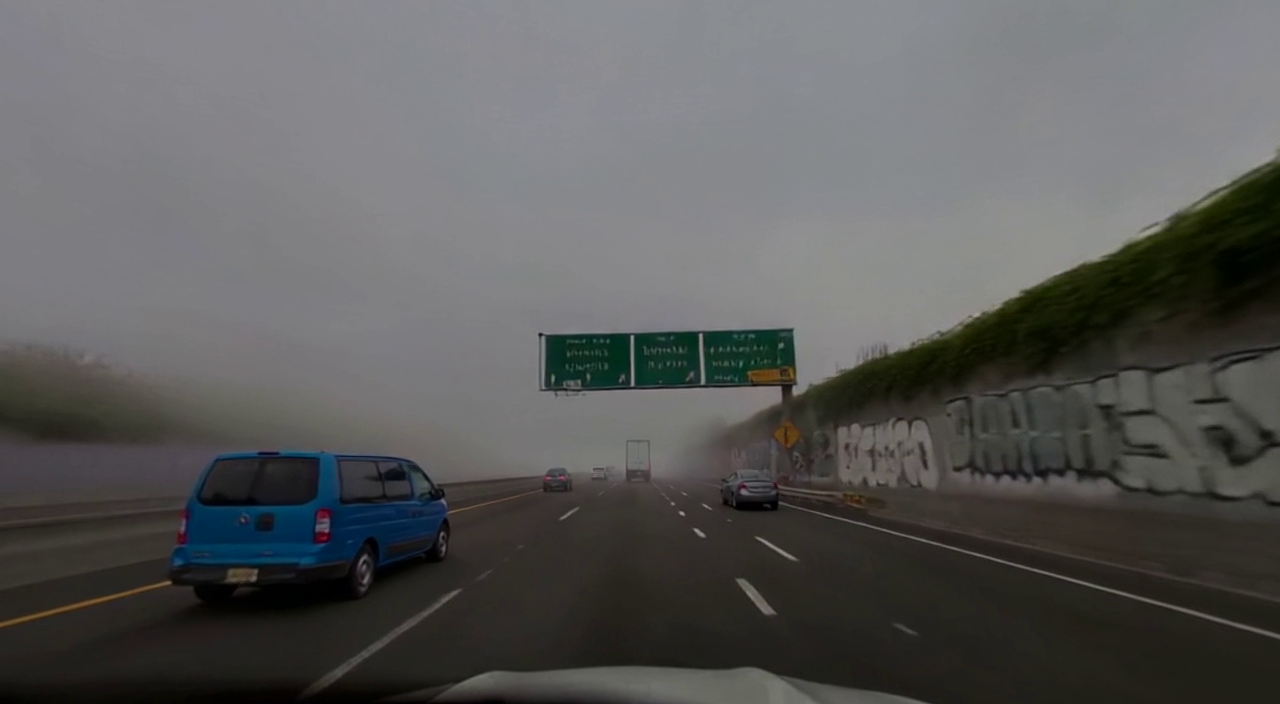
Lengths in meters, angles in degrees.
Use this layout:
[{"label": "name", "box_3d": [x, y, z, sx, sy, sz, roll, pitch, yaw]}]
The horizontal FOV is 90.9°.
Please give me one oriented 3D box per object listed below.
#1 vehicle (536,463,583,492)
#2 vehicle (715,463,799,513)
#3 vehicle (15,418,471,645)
[{"label": "vehicle", "box_3d": [-4.330, 6.828, 34.480, 2.054, 1.443, 4.131, 1, -10, -1]}, {"label": "vehicle", "box_3d": [3.768, 4.469, 21.063, 1.917, 1.458, 4.199, 1, -10, -2]}, {"label": "vehicle", "box_3d": [-3.484, 1.708, 6.883, 2.004, 1.610, 4.508, 1, -10, 0]}]
